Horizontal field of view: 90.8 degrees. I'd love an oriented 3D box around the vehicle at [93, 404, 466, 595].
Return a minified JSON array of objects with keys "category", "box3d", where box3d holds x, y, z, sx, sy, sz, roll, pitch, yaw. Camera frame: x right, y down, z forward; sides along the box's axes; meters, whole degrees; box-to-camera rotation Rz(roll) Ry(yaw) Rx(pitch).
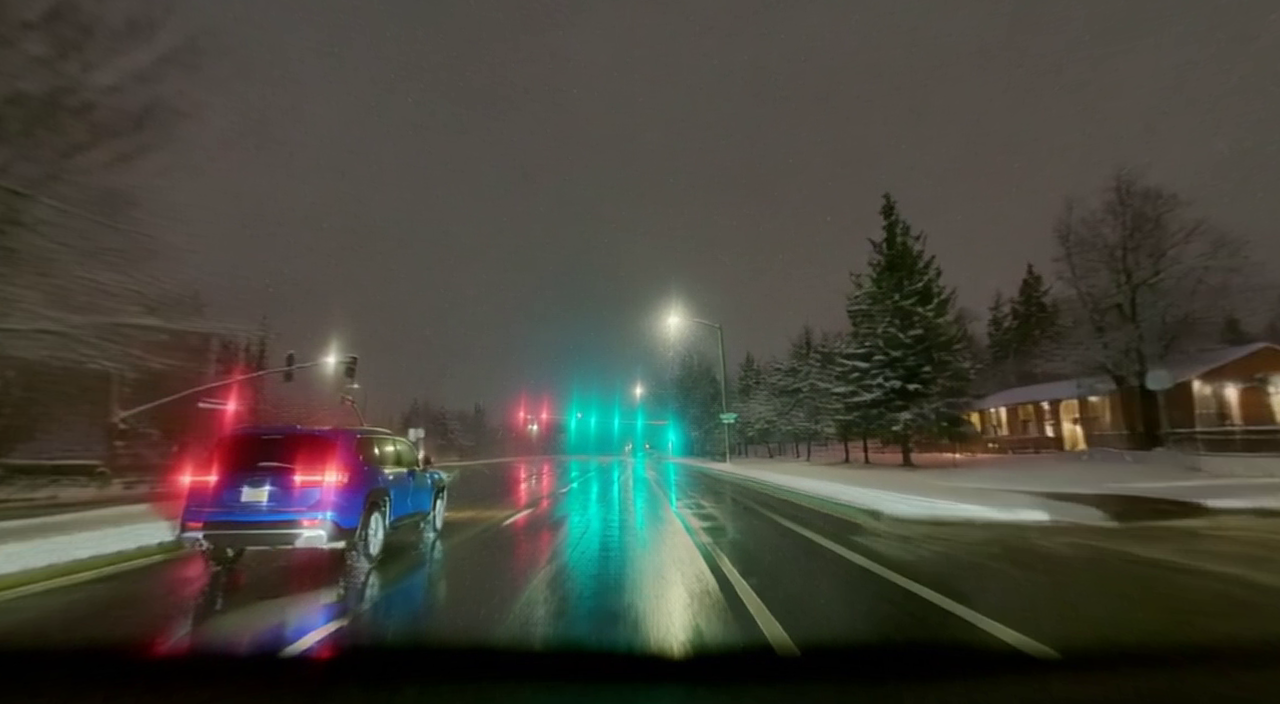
[{"category":"vehicle","box3d":[-3.885,1.677,8.001,2.121,1.724,4.392,0,-9,0]}]
